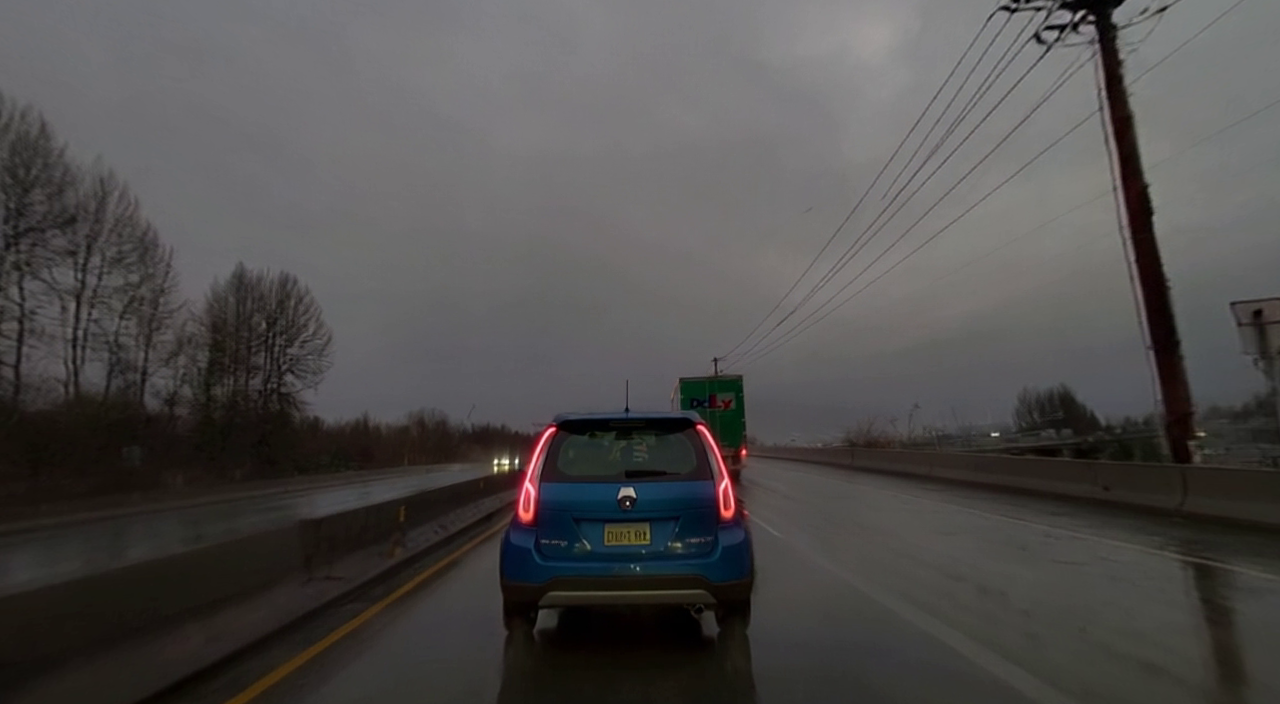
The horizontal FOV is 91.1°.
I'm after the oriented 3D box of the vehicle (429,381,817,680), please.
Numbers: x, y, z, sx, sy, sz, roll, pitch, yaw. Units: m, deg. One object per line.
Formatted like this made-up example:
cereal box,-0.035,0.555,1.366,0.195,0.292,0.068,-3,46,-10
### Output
vehicle,-0.137,1.214,5.387,2.062,1.581,3.914,0,-8,-2
